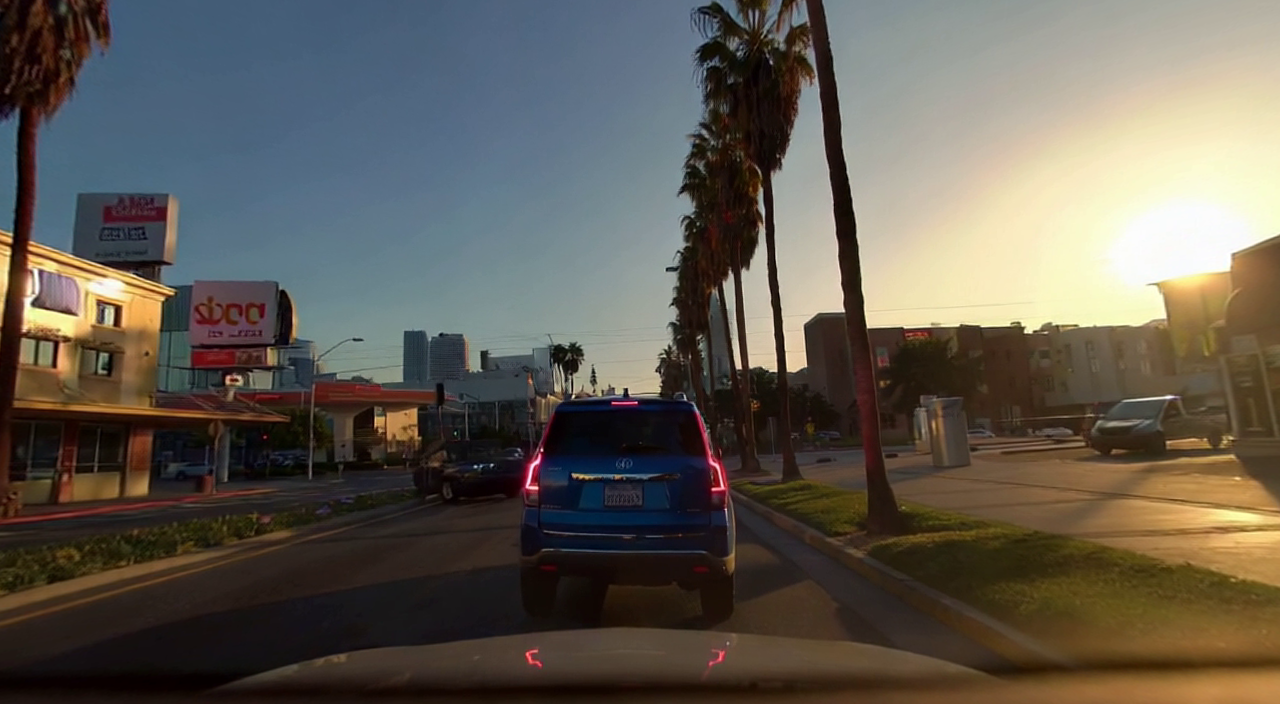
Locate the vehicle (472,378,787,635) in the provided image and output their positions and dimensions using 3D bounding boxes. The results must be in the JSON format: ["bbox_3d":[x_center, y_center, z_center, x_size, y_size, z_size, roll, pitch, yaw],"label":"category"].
[{"bbox_3d":[-0.123,1.383,6.518,2.234,1.818,3.869,0,-9,-2],"label":"vehicle"}]

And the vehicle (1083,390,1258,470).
[{"bbox_3d":[16.098,2.405,19.051,6.060,2.047,2.490,6,-11,-36],"label":"vehicle"}]

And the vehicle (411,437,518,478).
[{"bbox_3d":[-9.521,5.801,35.031,2.448,2.043,5.988,-4,-10,23],"label":"vehicle"}]
